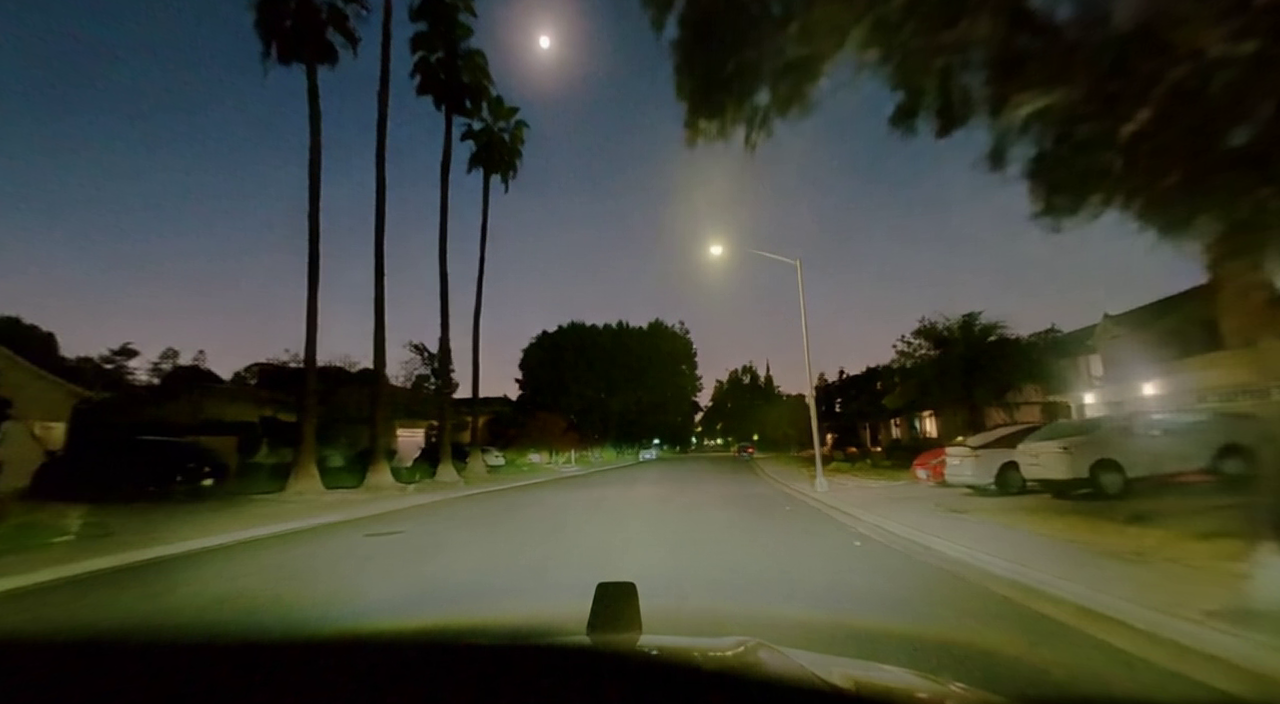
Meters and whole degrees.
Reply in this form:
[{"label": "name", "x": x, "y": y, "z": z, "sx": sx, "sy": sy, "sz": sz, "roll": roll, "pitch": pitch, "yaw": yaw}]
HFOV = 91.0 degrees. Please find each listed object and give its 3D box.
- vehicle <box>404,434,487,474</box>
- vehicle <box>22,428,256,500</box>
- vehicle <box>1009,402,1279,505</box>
[{"label": "vehicle", "x": -10.980, "y": 5.804, "z": 35.740, "sx": 3.918, "sy": 1.719, "sz": 1.988, "roll": -3, "pitch": -21, "yaw": 3}, {"label": "vehicle", "x": -13.401, "y": 2.977, "z": 16.970, "sx": 5.015, "sy": 1.746, "sz": 1.968, "roll": -2, "pitch": -9, "yaw": 10}, {"label": "vehicle", "x": 10.721, "y": 2.045, "z": 12.844, "sx": 5.050, "sy": 1.896, "sz": 2.041, "roll": 0, "pitch": -9, "yaw": -2}]
